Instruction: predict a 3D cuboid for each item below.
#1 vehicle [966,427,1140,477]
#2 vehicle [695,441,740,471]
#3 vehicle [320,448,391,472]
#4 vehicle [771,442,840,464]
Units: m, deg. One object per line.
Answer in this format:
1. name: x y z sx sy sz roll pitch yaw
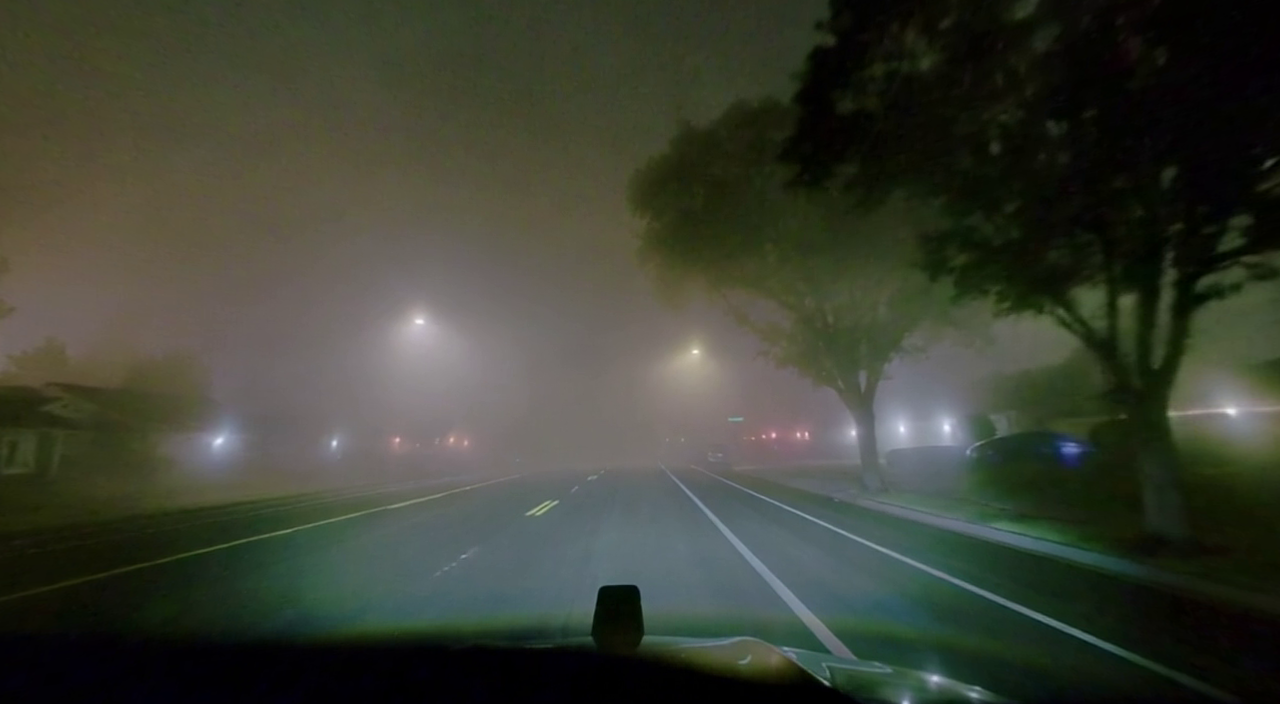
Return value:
1. vehicle: 13.940 3.386 21.517 4.570 1.502 1.877 -1 -7 -1
2. vehicle: 4.882 6.632 40.661 2.196 1.801 4.778 0 -8 -1
3. vehicle: -21.067 8.000 46.907 4.272 1.688 1.990 0 -8 -2
4. vehicle: 12.106 7.428 46.437 4.577 1.490 1.903 0 -7 0
